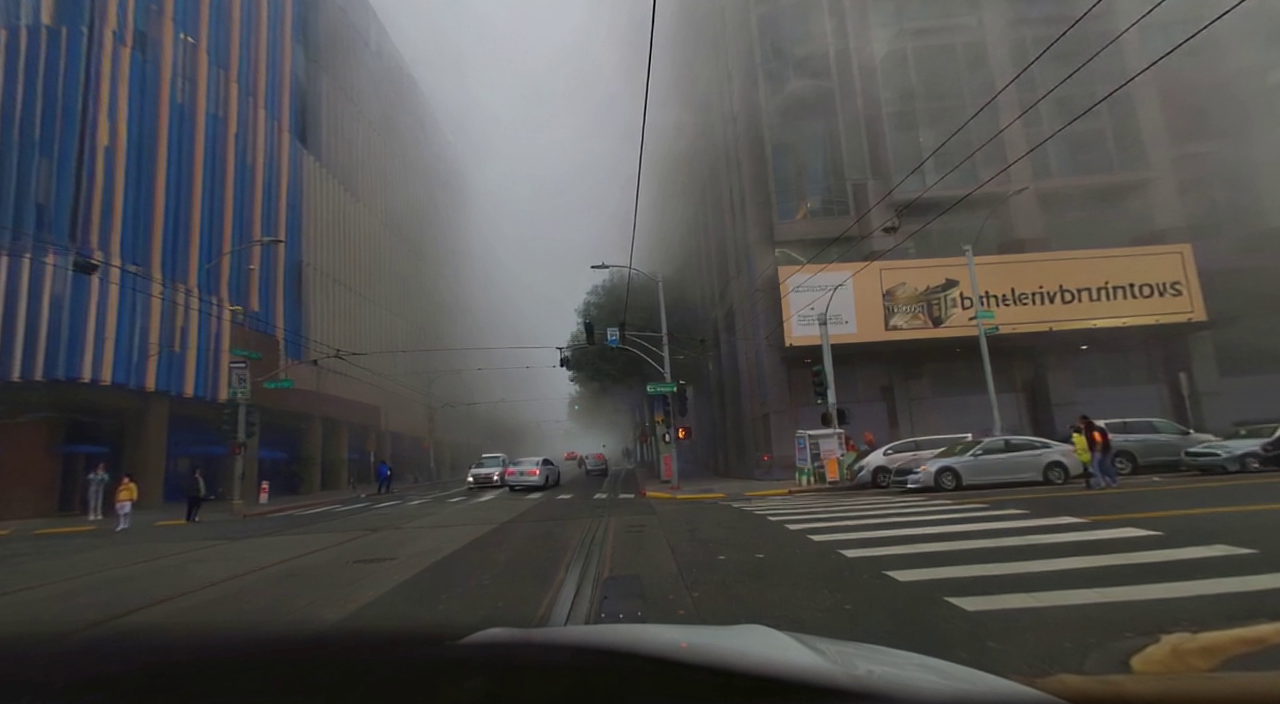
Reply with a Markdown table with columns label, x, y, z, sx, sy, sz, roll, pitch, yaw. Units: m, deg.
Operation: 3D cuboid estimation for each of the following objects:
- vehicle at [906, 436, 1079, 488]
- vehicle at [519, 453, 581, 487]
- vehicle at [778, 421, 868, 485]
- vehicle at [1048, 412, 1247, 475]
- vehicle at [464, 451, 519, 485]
| label | x | y | z | sx | sy | sz | roll | pitch | yaw |
| --- | --- | --- | --- | --- | --- | --- | --- | --- | --- |
| vehicle | 11.361 | 3.542 | 20.512 | 4.697 | 1.510 | 1.596 | 0 | -9 | -5 |
| vehicle | -4.416 | 5.841 | 31.670 | 1.797 | 1.490 | 4.549 | -1 | -9 | 9 |
| vehicle | 7.536 | 4.154 | 26.566 | 2.316 | 2.425 | 4.466 | 1 | -7 | -2 |
| vehicle | 16.727 | 3.046 | 21.023 | 4.944 | 1.946 | 1.952 | 0 | -8 | -3 |
| vehicle | -8.409 | 6.590 | 36.200 | 2.121 | 1.792 | 4.510 | 0 | -8 | -1 |
